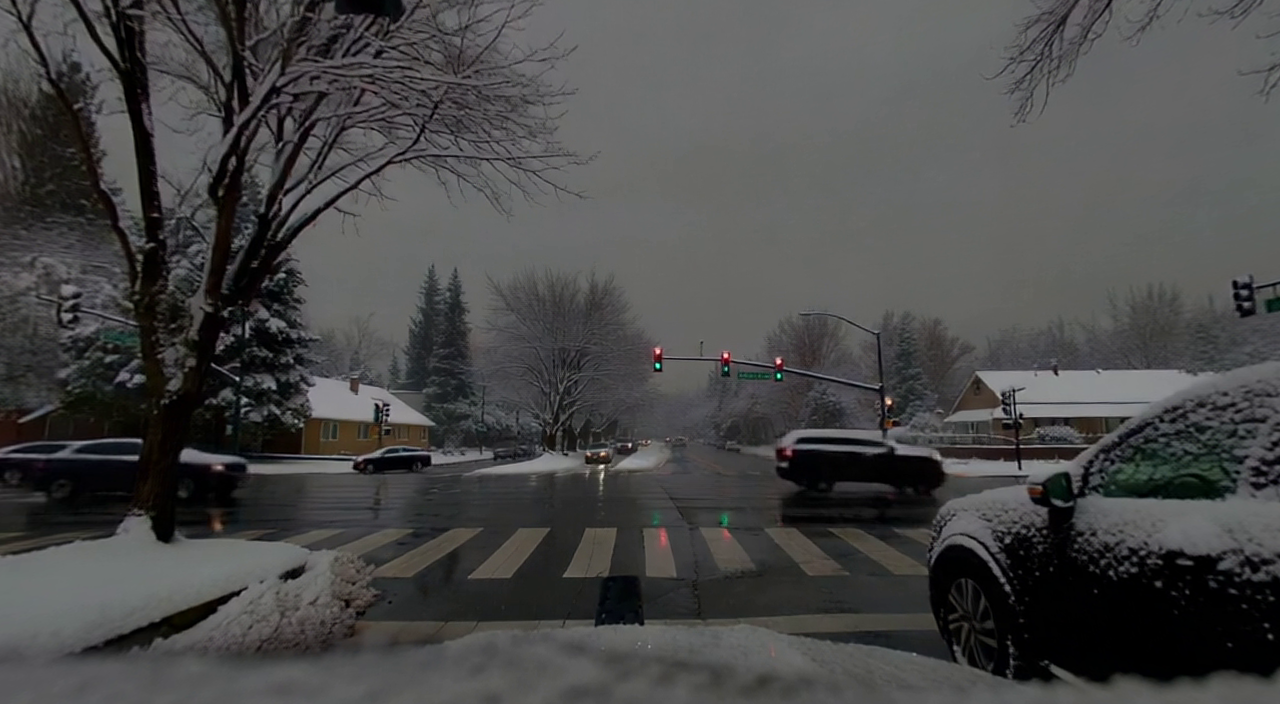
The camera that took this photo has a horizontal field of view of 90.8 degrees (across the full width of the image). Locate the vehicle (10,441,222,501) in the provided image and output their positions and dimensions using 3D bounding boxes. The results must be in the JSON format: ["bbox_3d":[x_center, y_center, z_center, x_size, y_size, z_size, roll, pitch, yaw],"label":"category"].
[{"bbox_3d":[-13.710,3.106,16.735,3.894,1.487,1.863,0,-8,-1],"label":"vehicle"}]

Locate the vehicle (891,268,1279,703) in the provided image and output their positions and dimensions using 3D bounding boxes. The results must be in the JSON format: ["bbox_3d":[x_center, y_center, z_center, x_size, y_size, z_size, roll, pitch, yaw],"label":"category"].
[{"bbox_3d":[2.718,0.705,1.731,2.085,1.800,4.908,0,-9,1],"label":"vehicle"}]

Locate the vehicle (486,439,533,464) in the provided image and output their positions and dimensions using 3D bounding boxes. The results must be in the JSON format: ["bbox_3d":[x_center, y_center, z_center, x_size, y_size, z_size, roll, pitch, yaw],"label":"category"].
[{"bbox_3d":[-8.933,6.864,43.673,2.028,1.654,5.027,0,-9,1],"label":"vehicle"}]

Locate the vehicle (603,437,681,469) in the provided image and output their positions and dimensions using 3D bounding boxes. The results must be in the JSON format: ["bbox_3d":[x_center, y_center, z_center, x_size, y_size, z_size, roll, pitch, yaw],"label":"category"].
[{"bbox_3d":[0.204,5.506,34.560,2.130,1.633,4.532,-5,-10,32],"label":"vehicle"}]

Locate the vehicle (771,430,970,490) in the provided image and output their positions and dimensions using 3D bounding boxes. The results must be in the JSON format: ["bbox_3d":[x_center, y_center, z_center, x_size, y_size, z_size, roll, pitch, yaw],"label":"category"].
[{"bbox_3d":[7.057,3.366,19.792,5.403,1.759,2.040,0,-8,0],"label":"vehicle"}]

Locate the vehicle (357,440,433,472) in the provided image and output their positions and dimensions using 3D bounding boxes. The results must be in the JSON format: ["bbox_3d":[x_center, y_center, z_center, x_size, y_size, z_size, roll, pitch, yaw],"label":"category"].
[{"bbox_3d":[-14.670,6.266,38.175,2.065,1.775,4.667,-2,-9,10],"label":"vehicle"}]
